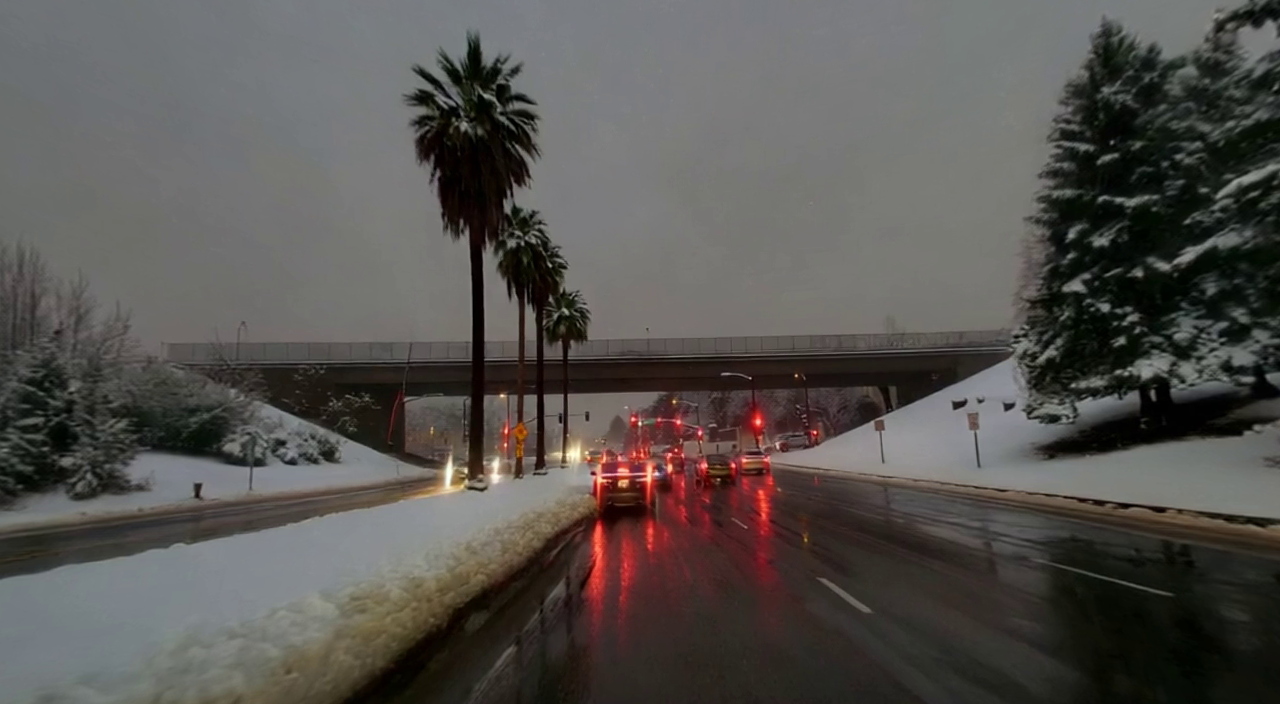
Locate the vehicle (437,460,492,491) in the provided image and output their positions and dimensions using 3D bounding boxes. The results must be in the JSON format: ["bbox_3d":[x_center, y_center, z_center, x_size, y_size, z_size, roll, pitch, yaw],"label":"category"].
[{"bbox_3d":[-9.765,6.898,35.311,1.937,1.521,4.523,0,-9,-2],"label":"vehicle"}]

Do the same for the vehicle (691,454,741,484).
[{"bbox_3d":[4.149,6.472,34.986,2.119,1.509,4.495,0,-9,-1],"label":"vehicle"}]

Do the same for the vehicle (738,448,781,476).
[{"bbox_3d":[8.239,7.625,43.743,2.027,1.780,4.518,0,-9,0],"label":"vehicle"}]

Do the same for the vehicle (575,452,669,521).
[{"bbox_3d":[-0.468,3.377,16.264,2.111,1.506,4.018,0,-9,-2],"label":"vehicle"}]
